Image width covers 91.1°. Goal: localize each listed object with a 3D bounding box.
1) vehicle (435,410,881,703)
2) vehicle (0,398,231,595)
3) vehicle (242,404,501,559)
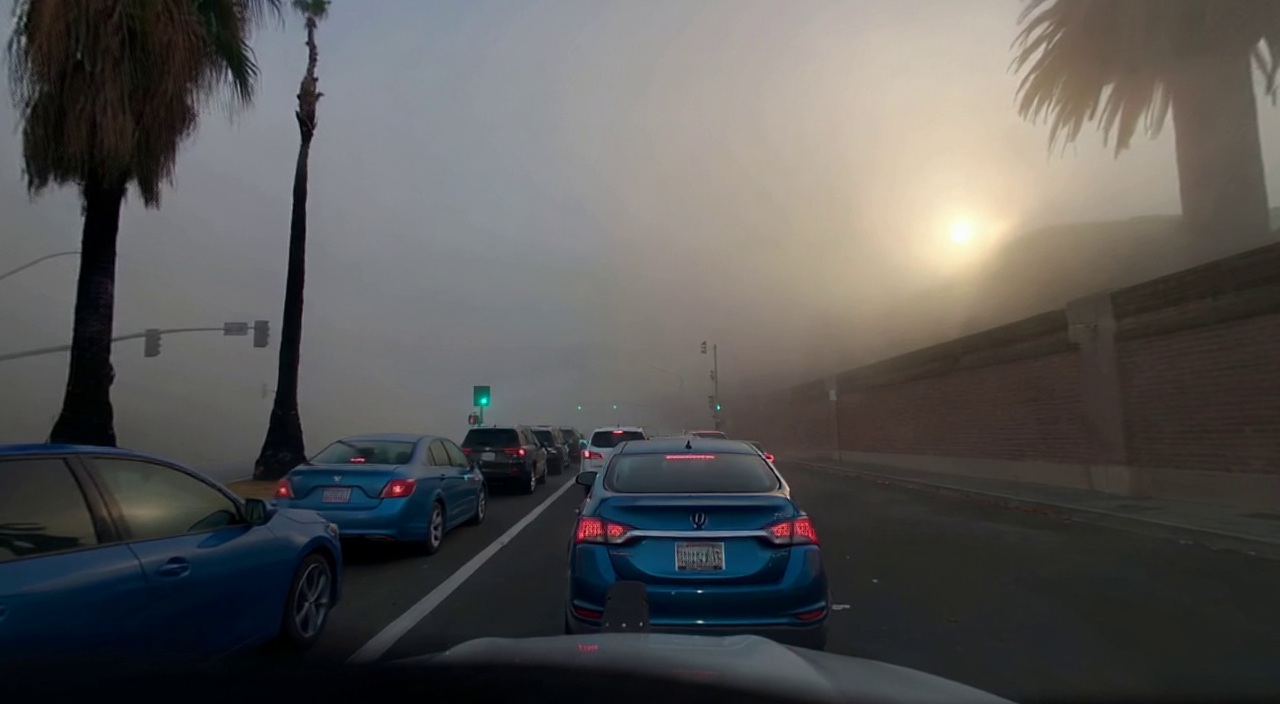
[{"bbox_3d":[0.045,1.340,5.200,2.128,1.473,4.272,0,-8,-1],"label":"vehicle"},{"bbox_3d":[-6.666,1.406,6.386,1.963,1.721,4.662,0,-8,-2],"label":"vehicle"},{"bbox_3d":[-3.513,1.779,9.276,2.055,1.746,4.136,0,-8,-1],"label":"vehicle"}]
